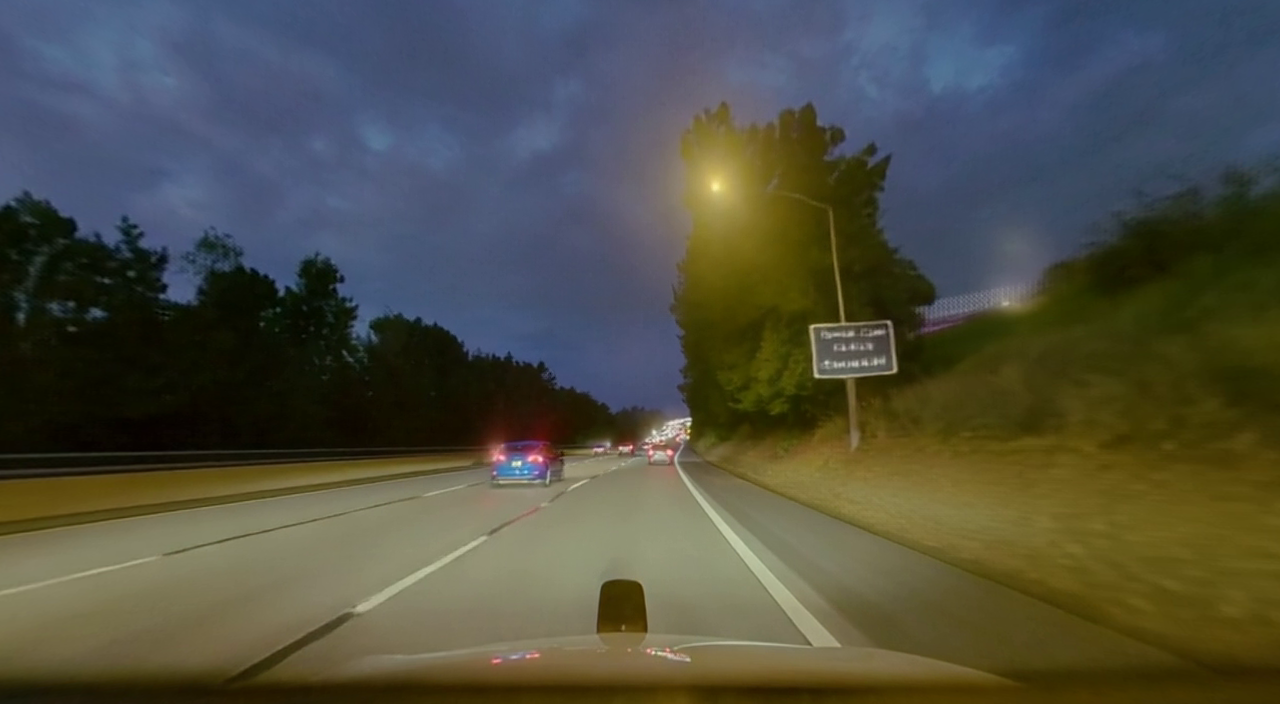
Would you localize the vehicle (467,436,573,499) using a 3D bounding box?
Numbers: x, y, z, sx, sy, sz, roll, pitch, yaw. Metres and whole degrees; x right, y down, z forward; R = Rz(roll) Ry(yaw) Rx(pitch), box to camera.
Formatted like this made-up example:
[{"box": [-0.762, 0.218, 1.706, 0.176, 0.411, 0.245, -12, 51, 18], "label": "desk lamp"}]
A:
[{"box": [-3.201, 3.181, 17.880, 2.024, 1.531, 4.431, 0, -8, 1], "label": "vehicle"}]

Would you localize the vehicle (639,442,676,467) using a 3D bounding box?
[{"box": [1.141, 6.311, 39.078, 2.113, 1.464, 4.073, 0, -8, 3], "label": "vehicle"}]
